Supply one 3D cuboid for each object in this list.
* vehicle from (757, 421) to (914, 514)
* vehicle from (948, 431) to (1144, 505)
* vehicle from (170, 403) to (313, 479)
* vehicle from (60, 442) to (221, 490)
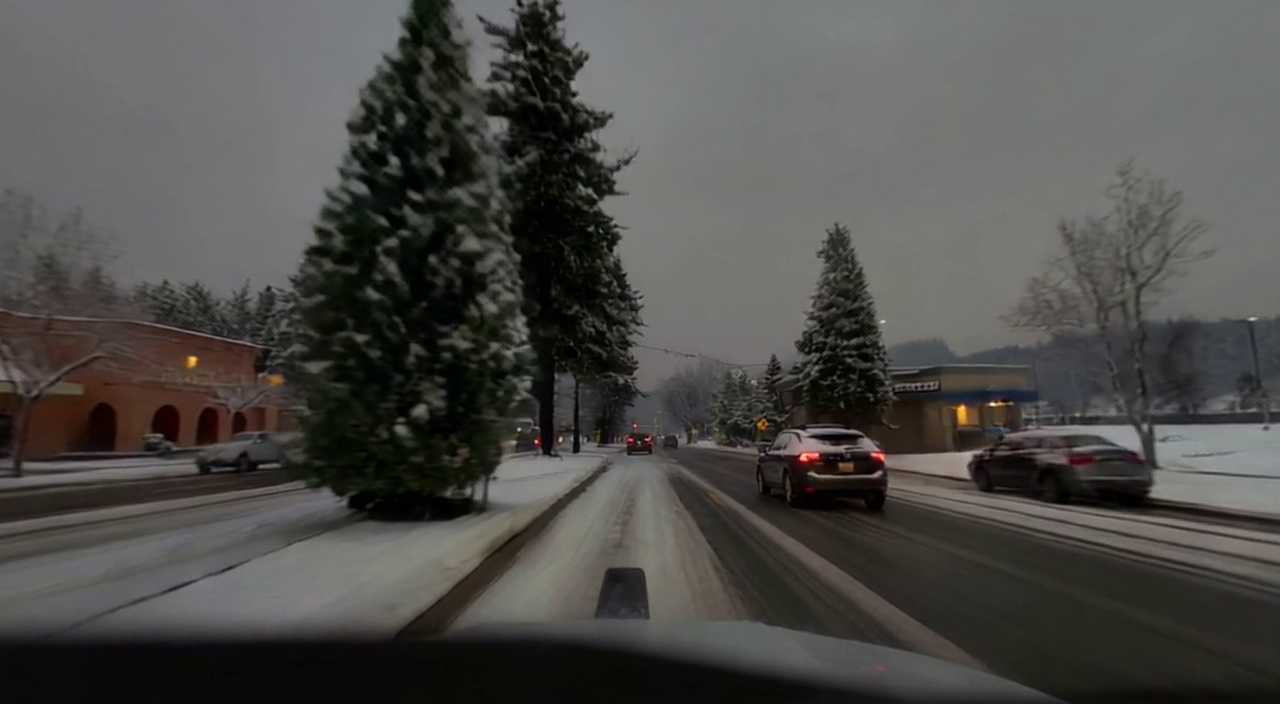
[{"bbox_3d":[3.922,2.392,13.461,2.072,1.669,3.836,0,-8,0],"label":"vehicle"},{"bbox_3d":[10.475,3.015,16.855,2.078,1.668,4.654,0,-8,0],"label":"vehicle"},{"bbox_3d":[-19.182,4.377,30.900,2.811,3.326,6.083,0,-8,1],"label":"vehicle"},{"bbox_3d":[-19.116,4.343,24.560,2.015,1.647,5.085,-1,-8,2],"label":"vehicle"}]
